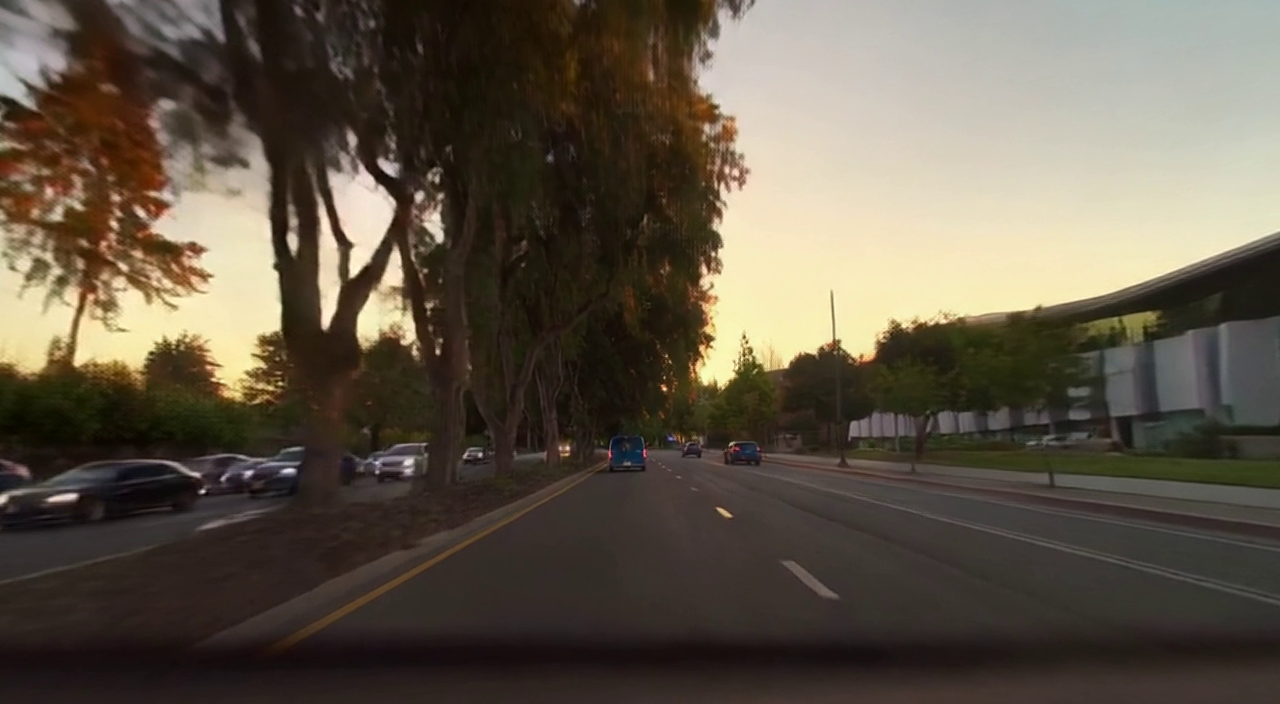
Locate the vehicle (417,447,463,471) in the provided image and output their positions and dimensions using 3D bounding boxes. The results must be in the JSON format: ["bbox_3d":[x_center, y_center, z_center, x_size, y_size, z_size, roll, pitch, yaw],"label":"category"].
[{"bbox_3d":[-14.755,7.890,46.842,1.950,1.655,4.395,0,-8,0],"label":"vehicle"}]

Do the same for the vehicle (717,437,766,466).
[{"bbox_3d":[6.674,6.604,42.079,2.364,1.781,4.854,0,-8,-1],"label":"vehicle"}]

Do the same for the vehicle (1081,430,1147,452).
[{"bbox_3d":[36.548,6.890,48.793,1.807,1.582,3.811,1,-8,-7],"label":"vehicle"}]

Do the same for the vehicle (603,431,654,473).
[{"bbox_3d":[-0.534,5.127,32.526,2.411,1.937,5.186,0,-8,0],"label":"vehicle"}]

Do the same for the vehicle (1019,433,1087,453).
[{"bbox_3d":[31.603,6.981,48.529,1.743,1.445,4.495,1,-8,-8],"label":"vehicle"}]

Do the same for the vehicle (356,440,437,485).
[{"bbox_3d":[-11.534,5.218,30.333,2.082,1.824,4.840,-2,-7,-1],"label":"vehicle"}]

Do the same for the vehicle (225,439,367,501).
[{"bbox_3d":[-11.332,3.897,21.347,2.042,1.822,4.913,0,-8,-1],"label":"vehicle"}]

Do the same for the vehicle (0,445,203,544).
[{"bbox_3d":[-11.398,2.766,12.941,1.899,1.607,4.297,-2,-8,-1],"label":"vehicle"}]
